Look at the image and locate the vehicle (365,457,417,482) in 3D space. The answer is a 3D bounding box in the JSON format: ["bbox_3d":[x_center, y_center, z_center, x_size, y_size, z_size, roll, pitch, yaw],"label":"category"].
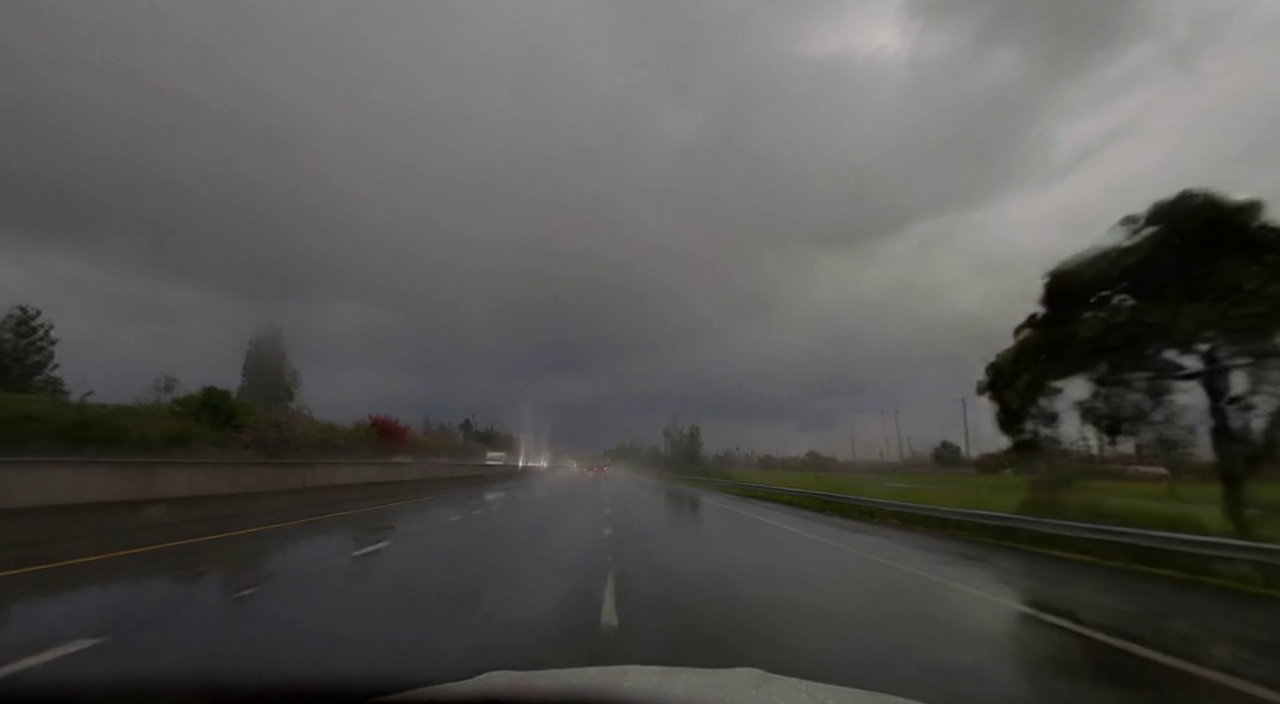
[{"bbox_3d":[-16.675,7.909,42.432,1.862,1.517,4.515,1,-10,-4],"label":"vehicle"}]
